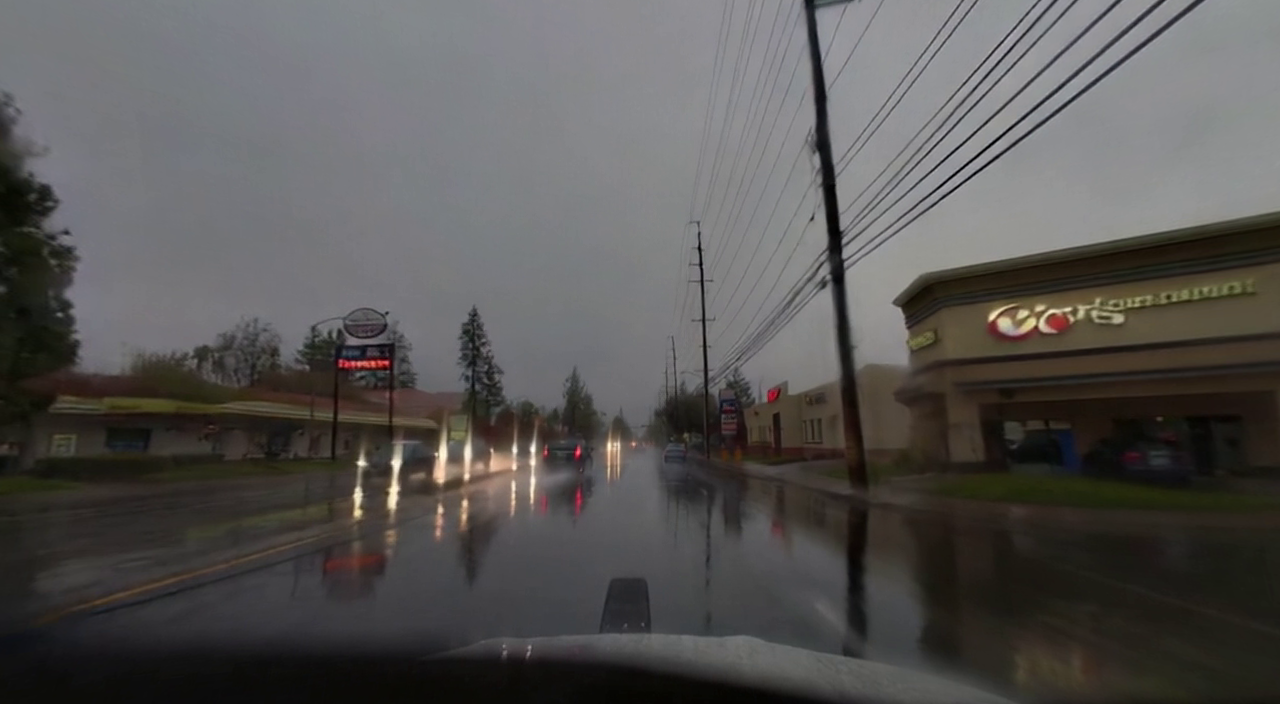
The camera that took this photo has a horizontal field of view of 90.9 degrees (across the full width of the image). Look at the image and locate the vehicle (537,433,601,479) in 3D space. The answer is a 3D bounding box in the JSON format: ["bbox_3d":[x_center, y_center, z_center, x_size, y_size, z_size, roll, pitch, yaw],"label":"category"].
[{"bbox_3d":[-2.754,4.165,25.405,2.047,1.664,4.148,0,-8,1],"label":"vehicle"}]

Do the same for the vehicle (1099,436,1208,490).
[{"bbox_3d":[16.486,3.538,20.529,2.080,1.530,5.079,-5,-10,32],"label":"vehicle"}]

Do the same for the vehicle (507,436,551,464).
[{"bbox_3d":[-7.611,6.797,43.797,2.009,1.773,4.925,0,-8,2],"label":"vehicle"}]

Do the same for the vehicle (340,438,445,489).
[{"bbox_3d":[-7.834,3.544,20.366,1.760,1.487,3.890,0,-8,1],"label":"vehicle"}]

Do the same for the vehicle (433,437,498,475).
[{"bbox_3d":[-7.969,4.773,29.153,1.795,1.607,4.059,0,-8,1],"label":"vehicle"}]

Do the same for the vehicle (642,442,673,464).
[{"bbox_3d":[1.218,6.896,43.224,1.978,1.455,4.195,0,-8,2],"label":"vehicle"}]
